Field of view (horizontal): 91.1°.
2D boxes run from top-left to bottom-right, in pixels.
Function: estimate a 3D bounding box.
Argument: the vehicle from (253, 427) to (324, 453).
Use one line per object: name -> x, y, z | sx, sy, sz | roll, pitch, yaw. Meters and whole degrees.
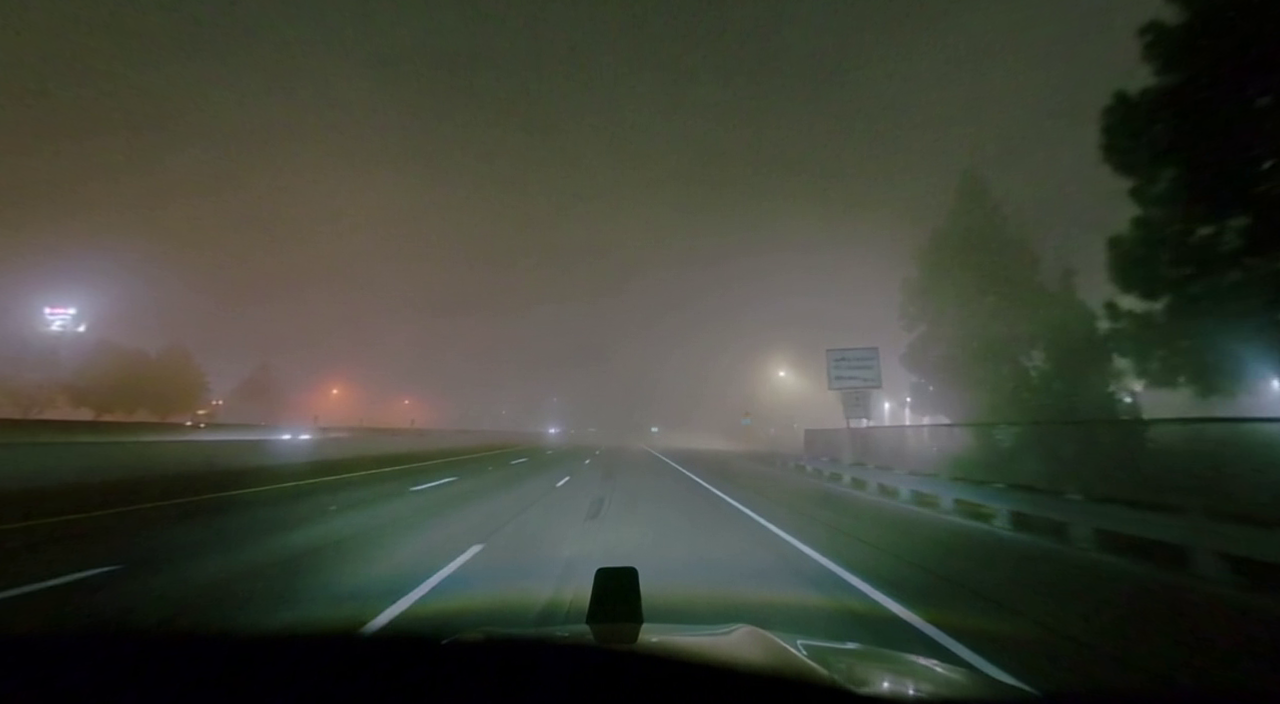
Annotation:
vehicle -> -21.457, 5.407, 38.629 | 1.826, 1.483, 4.553 | 0, -8, -1
